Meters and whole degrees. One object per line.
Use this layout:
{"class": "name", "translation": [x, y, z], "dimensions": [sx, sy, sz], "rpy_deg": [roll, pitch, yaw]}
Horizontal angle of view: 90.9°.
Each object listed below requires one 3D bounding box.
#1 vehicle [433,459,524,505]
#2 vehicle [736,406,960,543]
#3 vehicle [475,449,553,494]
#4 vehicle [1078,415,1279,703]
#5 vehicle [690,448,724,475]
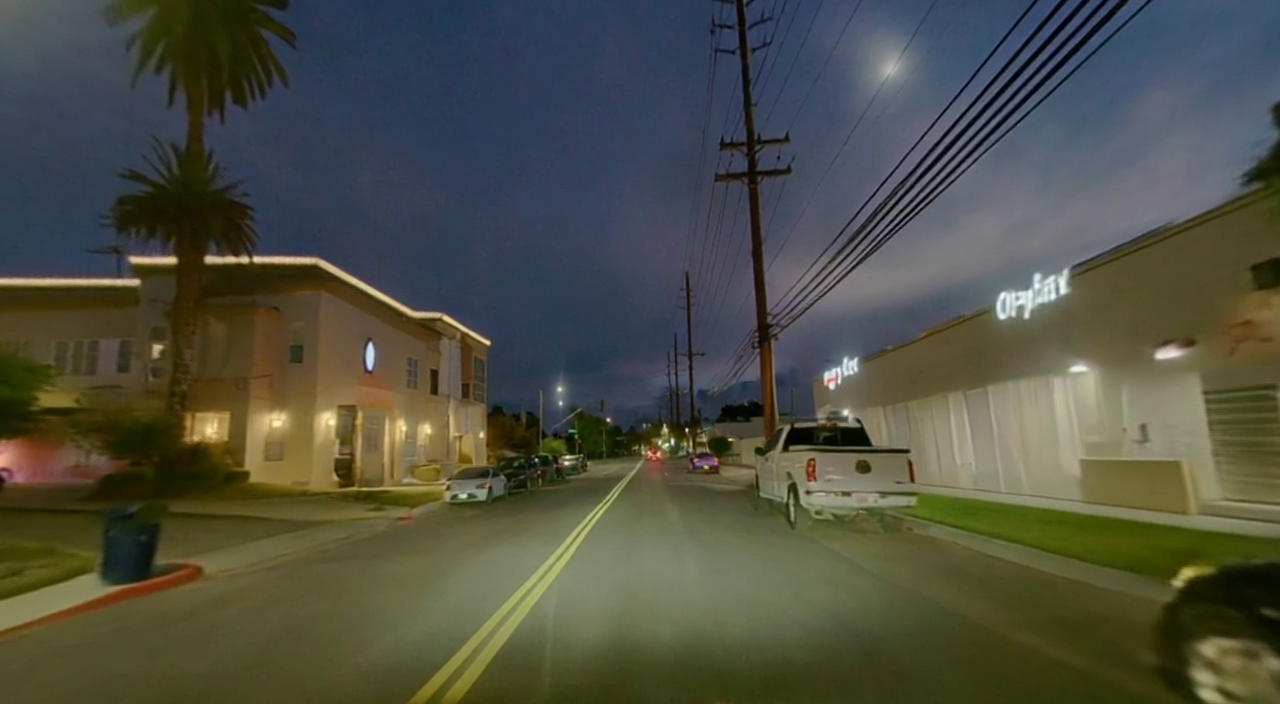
{"class": "vehicle", "translation": [-5.750, 4.680, 23.106], "dimensions": [1.982, 1.453, 4.577], "rpy_deg": [0, -9, 1]}
{"class": "vehicle", "translation": [3.717, 2.400, 12.933], "dimensions": [2.485, 2.123, 6.029], "rpy_deg": [0, -9, 0]}
{"class": "vehicle", "translation": [-5.523, 5.314, 28.518], "dimensions": [2.286, 1.836, 5.088], "rpy_deg": [0, -9, 2]}
{"class": "vehicle", "translation": [3.499, 0.786, 1.006], "dimensions": [2.060, 1.513, 4.741], "rpy_deg": [0, -9, -2]}
{"class": "vehicle", "translation": [4.320, 7.131, 41.319], "dimensions": [1.948, 1.607, 4.873], "rpy_deg": [0, -9, 3]}
